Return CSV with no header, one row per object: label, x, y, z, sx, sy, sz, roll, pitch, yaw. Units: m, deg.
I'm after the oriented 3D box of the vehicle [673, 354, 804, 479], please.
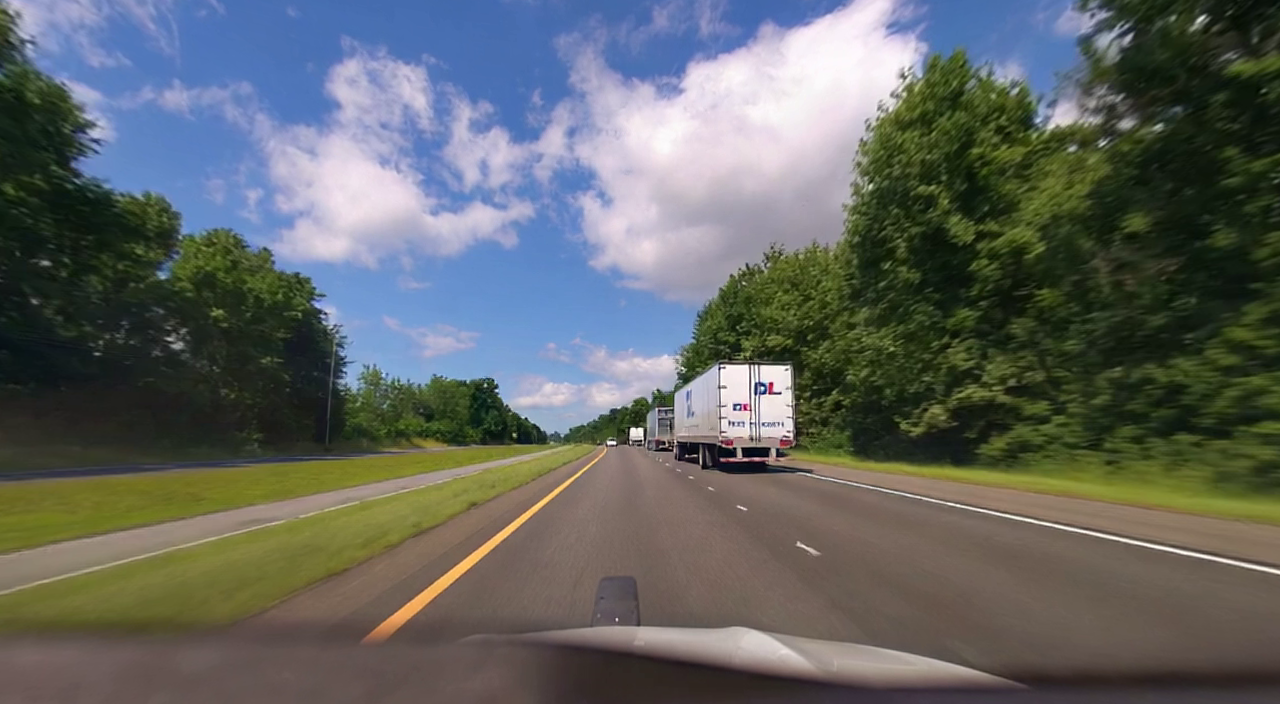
vehicle,3.576,3.098,27.801,2.863,4.031,14.678,0,-8,-2
